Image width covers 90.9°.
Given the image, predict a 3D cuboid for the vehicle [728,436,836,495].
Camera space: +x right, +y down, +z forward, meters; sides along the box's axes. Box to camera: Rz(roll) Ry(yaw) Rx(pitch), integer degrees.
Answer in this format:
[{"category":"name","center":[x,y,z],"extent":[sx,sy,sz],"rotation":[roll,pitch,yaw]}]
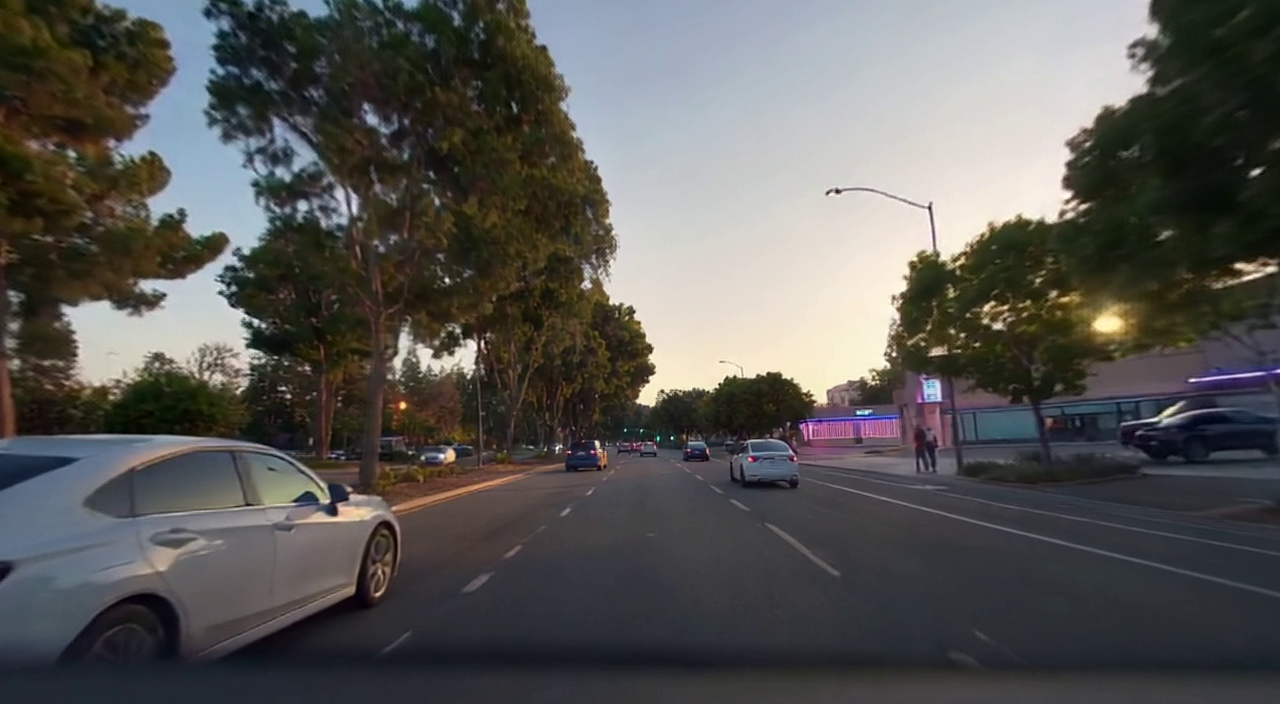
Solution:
[{"category":"vehicle","center":[4.004,3.284,18.655],"extent":[2.036,1.480,4.659],"rotation":[0,-8,-1]}]

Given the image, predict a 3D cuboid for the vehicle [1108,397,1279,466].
[{"category":"vehicle","center":[20.285,2.698,21.688],"extent":[2.705,2.011,7.332],"rotation":[-3,-8,1]}]

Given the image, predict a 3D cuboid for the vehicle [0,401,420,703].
[{"category":"vehicle","center":[-2.999,1.056,3.038],"extent":[2.082,1.460,4.922],"rotation":[0,-8,0]}]

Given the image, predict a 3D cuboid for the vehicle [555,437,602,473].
[{"category":"vehicle","center":[-3.127,5.329,32.917],"extent":[1.981,1.731,4.360],"rotation":[-1,-8,1]}]
